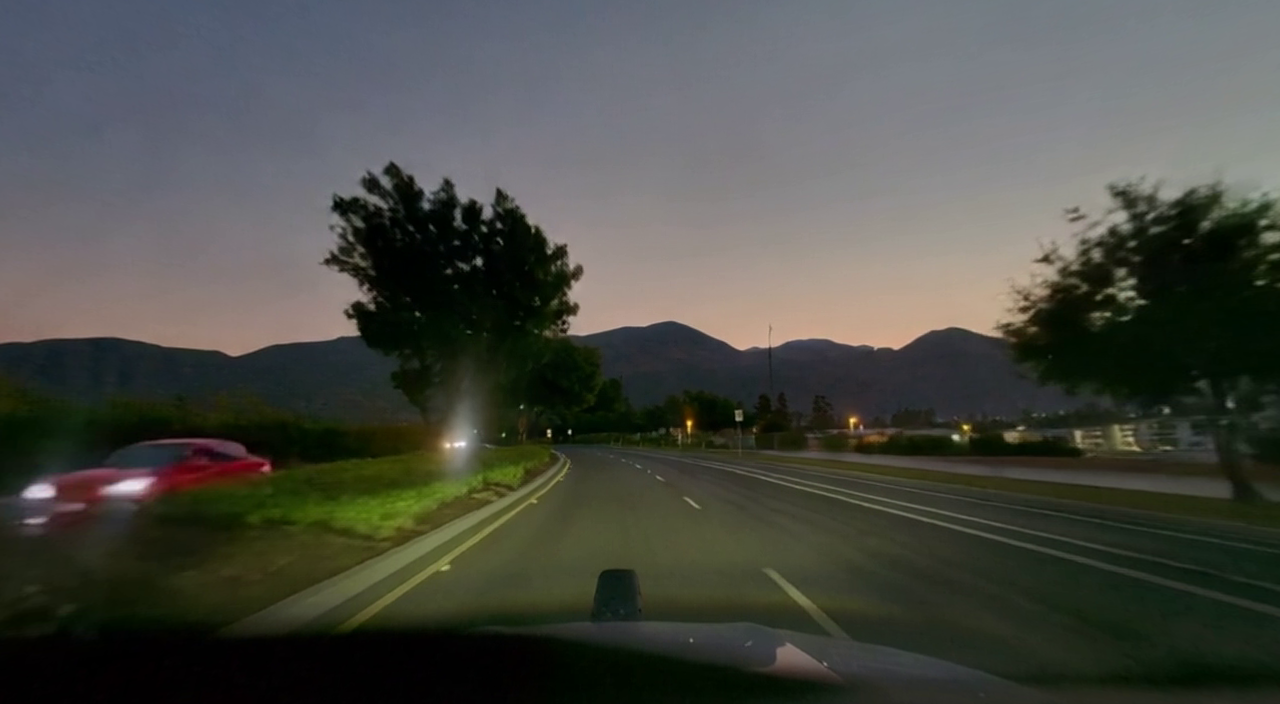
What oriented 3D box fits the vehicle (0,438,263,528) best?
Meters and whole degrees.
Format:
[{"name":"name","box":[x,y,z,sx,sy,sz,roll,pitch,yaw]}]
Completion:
[{"name":"vehicle","box":[-9.980,2.538,12.841,2.055,1.471,4.317,0,-9,-2]}]
